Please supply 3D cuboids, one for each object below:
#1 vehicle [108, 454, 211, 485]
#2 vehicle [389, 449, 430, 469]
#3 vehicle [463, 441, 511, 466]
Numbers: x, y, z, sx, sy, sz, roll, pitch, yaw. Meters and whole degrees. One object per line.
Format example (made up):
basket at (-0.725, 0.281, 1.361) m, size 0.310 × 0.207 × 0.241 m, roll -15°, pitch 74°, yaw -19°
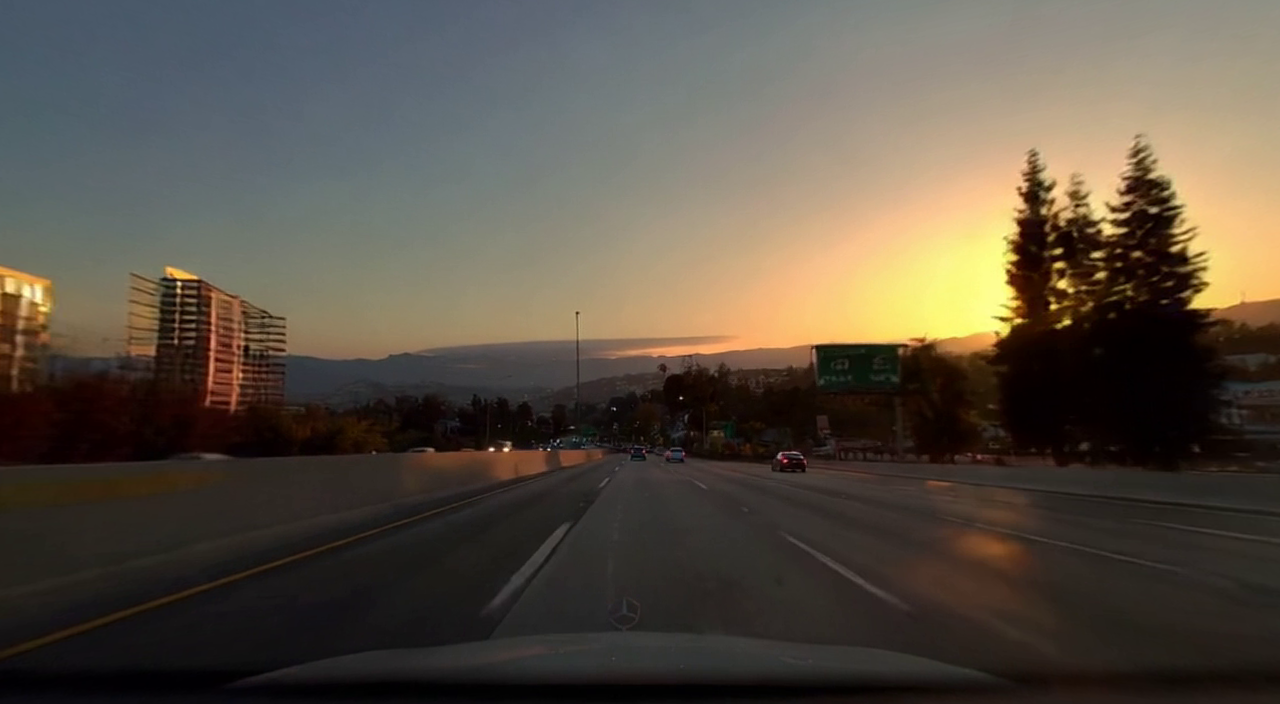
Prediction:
vehicle at (-24.464, 5.965, 32.406) m, size 1.821 × 1.405 × 4.438 m, roll 0°, pitch -9°, yaw 0°
vehicle at (-17.748, 8.240, 48.750) m, size 1.719 × 1.443 × 3.463 m, roll 0°, pitch -8°, yaw 2°
vehicle at (-9.932, 6.608, 41.467) m, size 1.915 × 1.524 × 4.623 m, roll 0°, pitch -8°, yaw 1°
